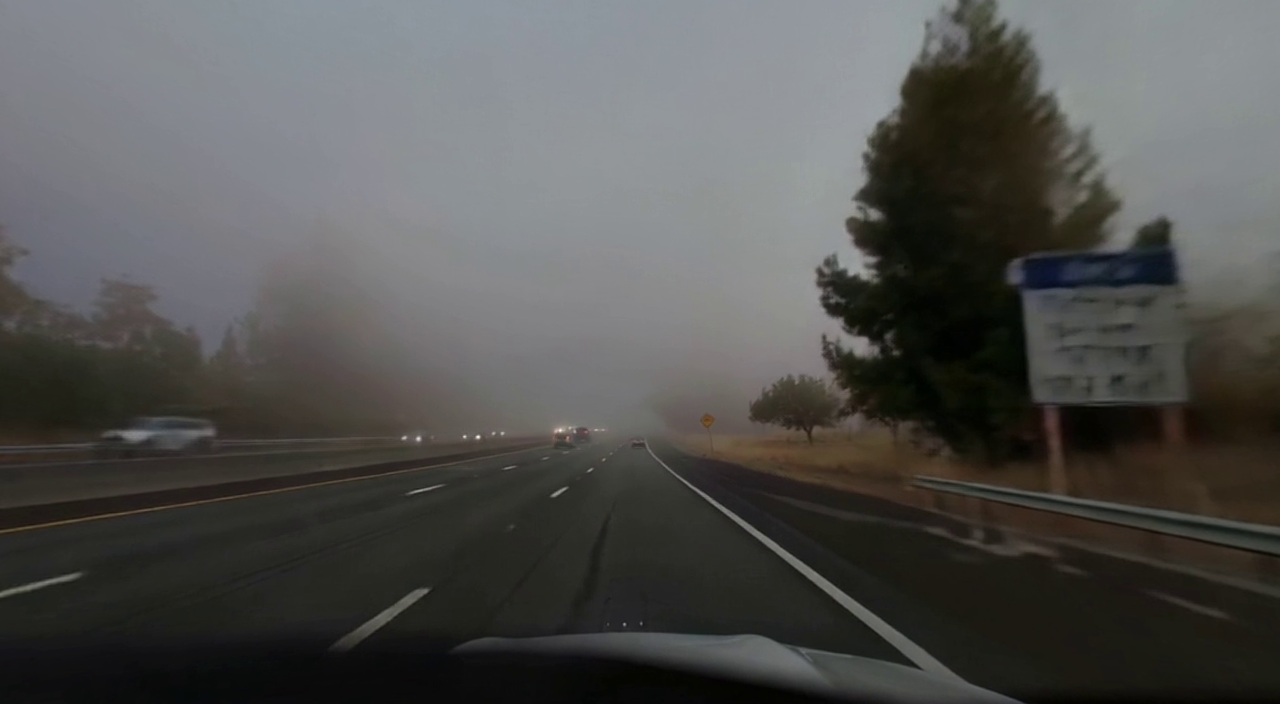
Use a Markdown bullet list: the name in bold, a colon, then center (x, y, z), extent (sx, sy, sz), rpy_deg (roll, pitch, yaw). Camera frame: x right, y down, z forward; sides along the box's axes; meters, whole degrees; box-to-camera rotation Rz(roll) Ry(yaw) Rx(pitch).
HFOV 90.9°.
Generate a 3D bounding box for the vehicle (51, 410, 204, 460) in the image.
- **vehicle**: center (-25.443, 4.240, 31.785), extent (2.484, 2.248, 6.190), rpy_deg (0, -8, 0)
